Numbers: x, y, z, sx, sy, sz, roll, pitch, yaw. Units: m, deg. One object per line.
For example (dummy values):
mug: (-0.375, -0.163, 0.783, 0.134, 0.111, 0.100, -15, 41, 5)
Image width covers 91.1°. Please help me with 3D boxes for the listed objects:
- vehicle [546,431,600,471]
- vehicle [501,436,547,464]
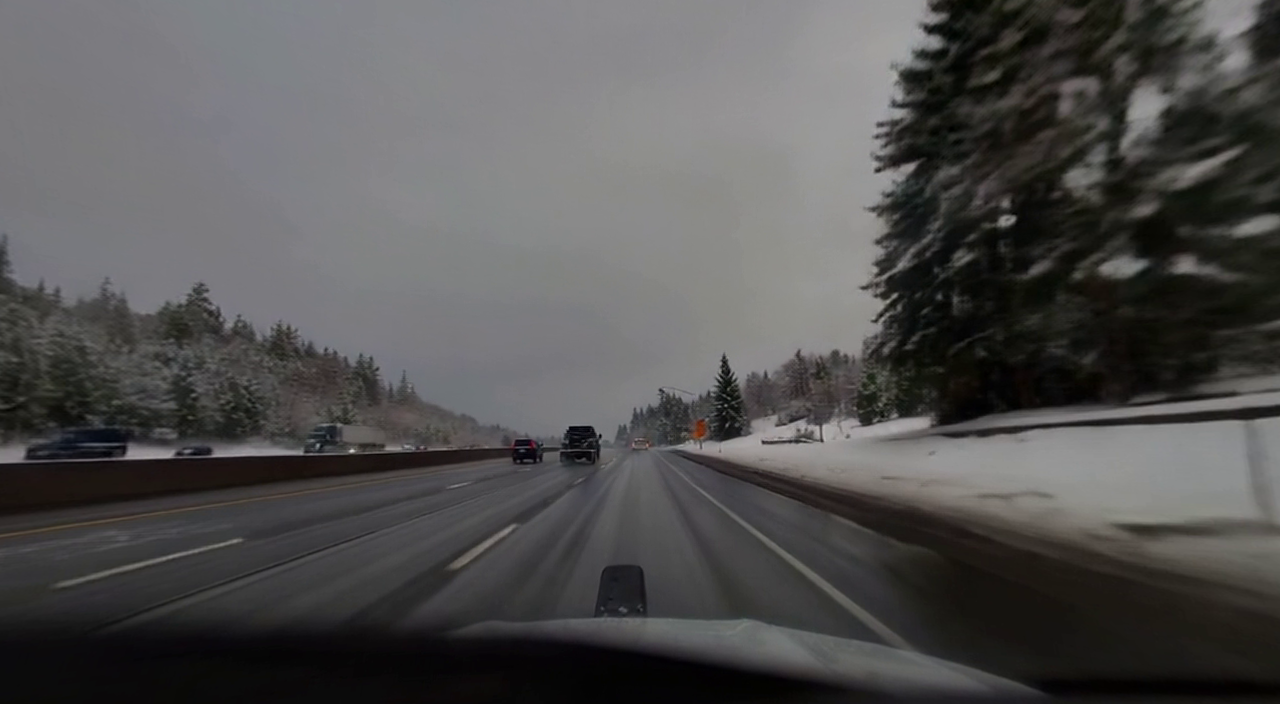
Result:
vehicle: (-3.151, 4.781, 30.415, 2.194, 1.766, 3.720, 0, -8, 0)
vehicle: (-7.447, 6.328, 40.682, 2.078, 1.729, 4.722, 0, -8, 0)
